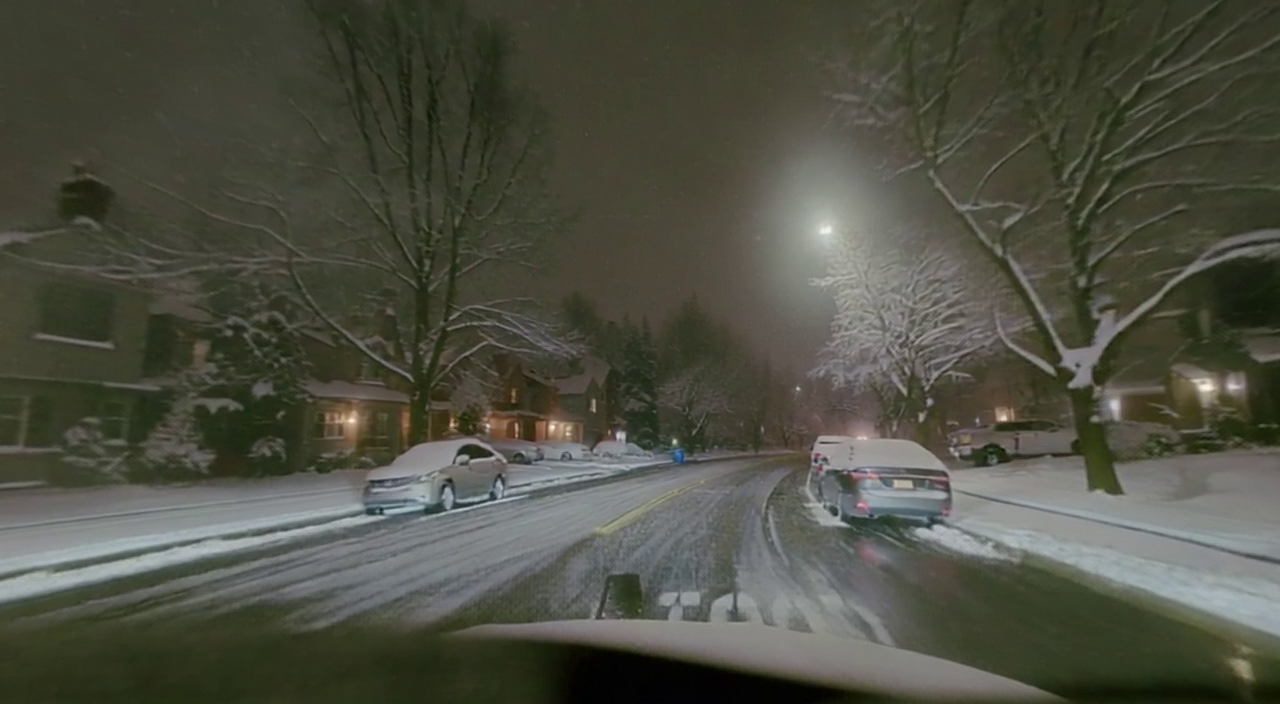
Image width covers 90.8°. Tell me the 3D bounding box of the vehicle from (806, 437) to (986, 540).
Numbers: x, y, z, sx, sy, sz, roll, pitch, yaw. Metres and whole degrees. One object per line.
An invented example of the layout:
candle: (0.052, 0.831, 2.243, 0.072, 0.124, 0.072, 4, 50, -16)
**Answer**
vehicle: (4.416, 2.385, 11.848, 2.045, 1.478, 4.914, -2, -9, 9)

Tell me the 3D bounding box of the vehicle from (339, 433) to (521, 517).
vehicle: (-4.831, 2.903, 15.505, 2.030, 1.696, 4.828, -2, -9, 12)

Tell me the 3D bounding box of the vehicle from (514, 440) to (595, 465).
vehicle: (-5.261, 6.198, 39.027, 4.455, 1.419, 2.017, -3, -9, 17)
